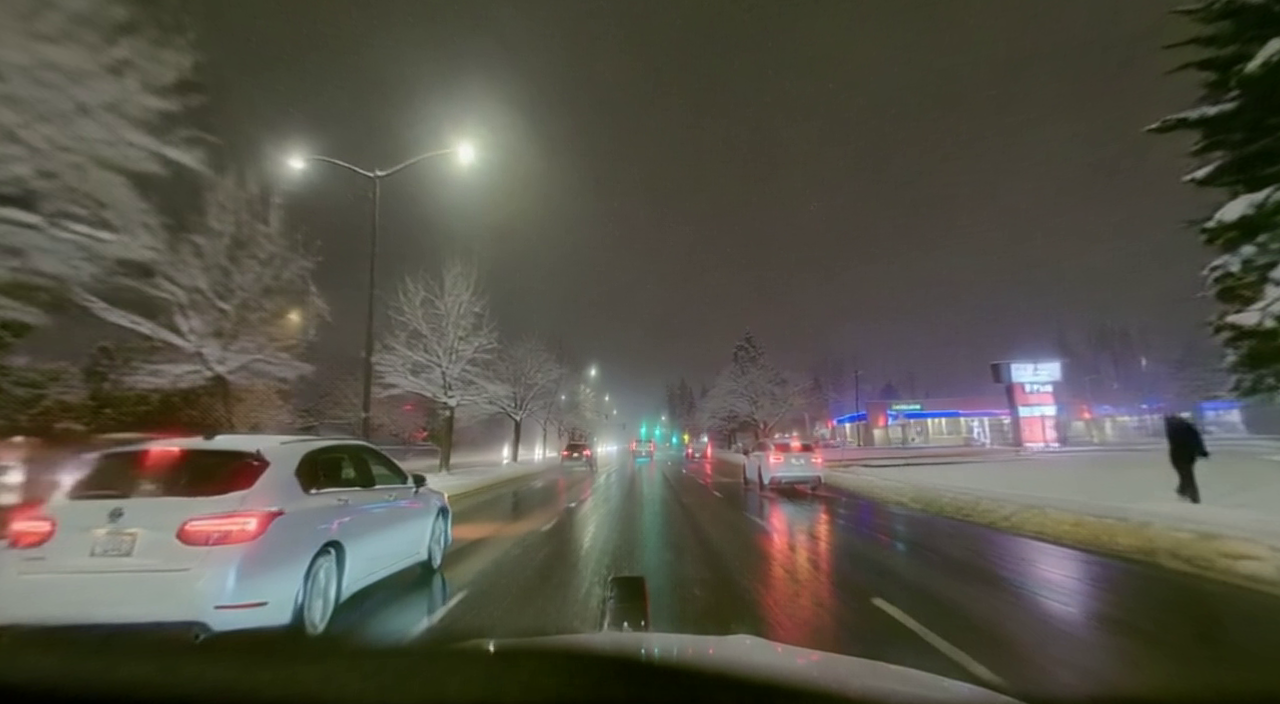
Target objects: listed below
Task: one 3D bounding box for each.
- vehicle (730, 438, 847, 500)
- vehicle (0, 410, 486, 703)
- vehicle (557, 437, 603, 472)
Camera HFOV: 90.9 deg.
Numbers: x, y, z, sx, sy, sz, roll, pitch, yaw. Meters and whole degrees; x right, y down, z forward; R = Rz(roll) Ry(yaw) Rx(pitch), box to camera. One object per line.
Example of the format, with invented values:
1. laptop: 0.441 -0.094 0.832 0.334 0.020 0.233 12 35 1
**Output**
1. vehicle: 3.918 3.164 17.550 2.036 1.480 4.659 0 -8 -1
2. vehicle: -2.966 1.349 5.190 2.082 1.460 4.922 0 -8 1
3. vehicle: -3.177 5.511 34.058 1.981 1.731 4.360 0 -8 1
